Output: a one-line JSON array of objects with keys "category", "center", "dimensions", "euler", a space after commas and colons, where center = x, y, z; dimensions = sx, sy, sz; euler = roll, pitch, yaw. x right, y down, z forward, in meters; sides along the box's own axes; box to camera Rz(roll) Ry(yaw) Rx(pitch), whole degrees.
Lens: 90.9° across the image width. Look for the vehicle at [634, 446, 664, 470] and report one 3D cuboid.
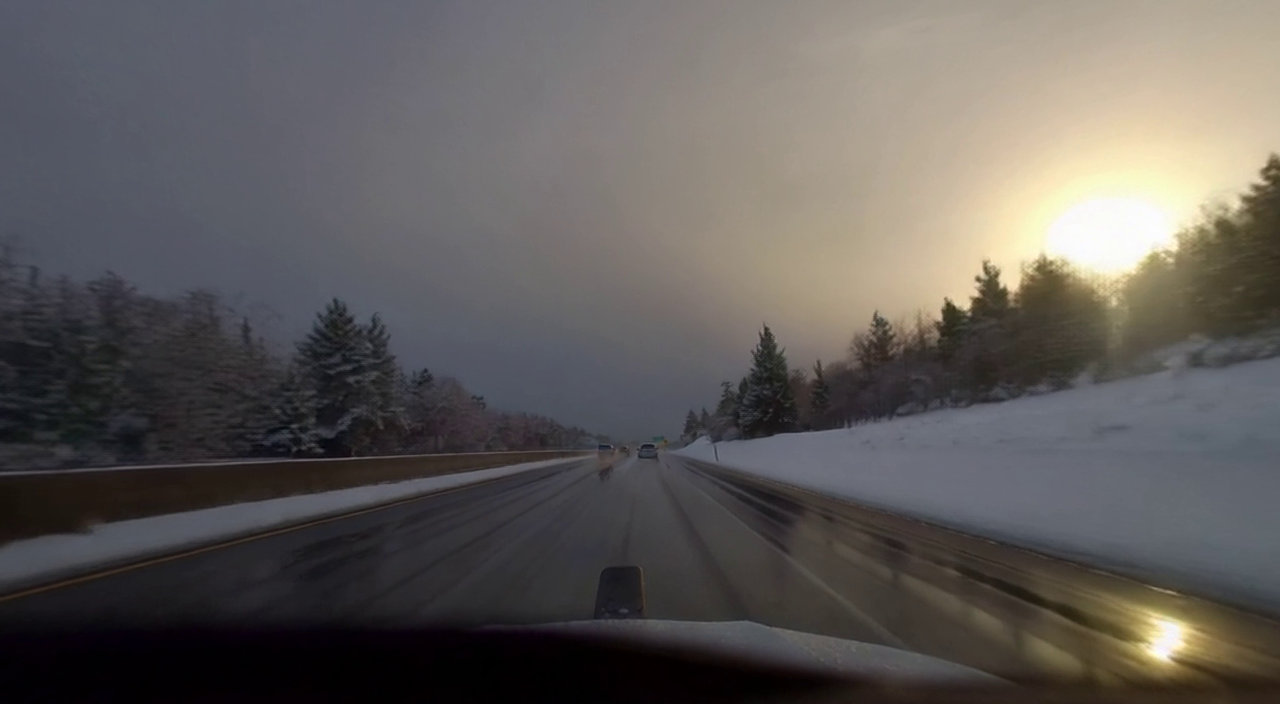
[{"category": "vehicle", "center": [0.592, 7.038, 42.065], "dimensions": [1.934, 1.488, 3.832], "euler": [0, -9, 1]}]
